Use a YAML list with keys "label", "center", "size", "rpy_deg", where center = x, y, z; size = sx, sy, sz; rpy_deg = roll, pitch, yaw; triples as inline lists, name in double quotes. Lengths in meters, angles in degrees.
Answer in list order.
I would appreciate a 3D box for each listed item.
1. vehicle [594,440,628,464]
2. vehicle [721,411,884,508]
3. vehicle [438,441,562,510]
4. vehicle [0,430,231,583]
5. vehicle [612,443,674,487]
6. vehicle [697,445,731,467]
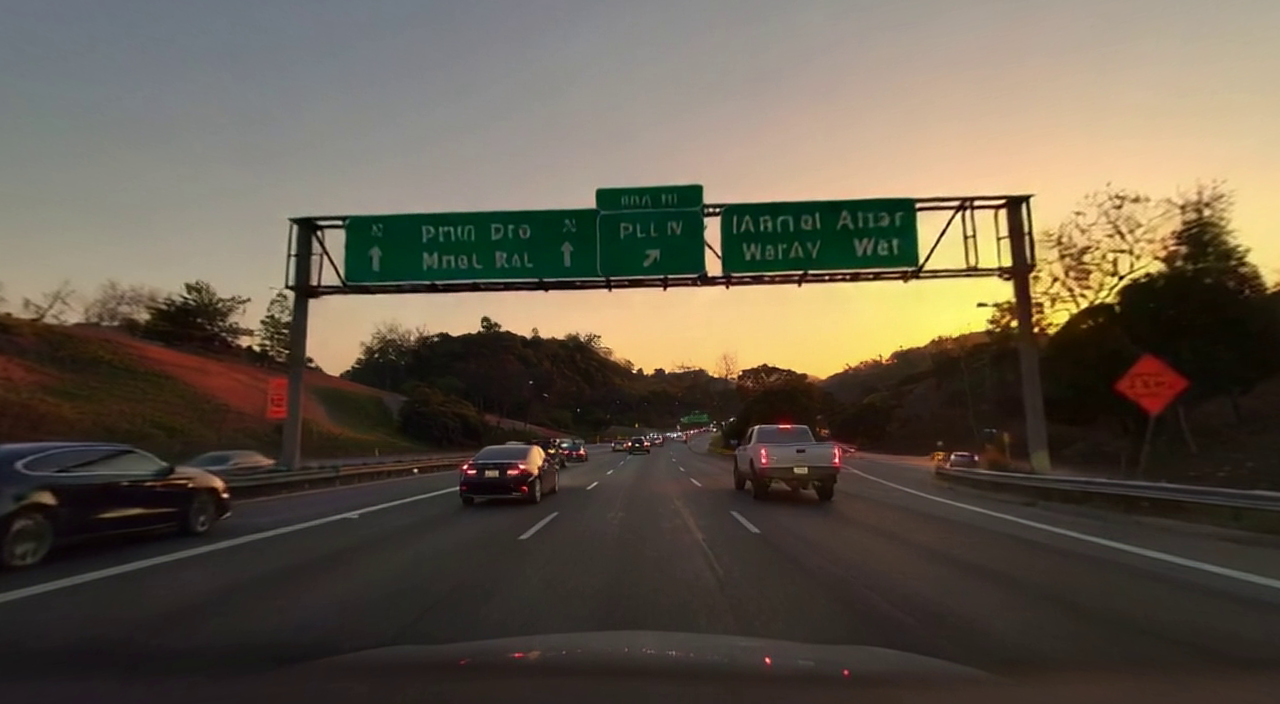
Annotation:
- label: "vehicle"
  center: [-2.205, 7.874, 49.611]
  size: [2.261, 1.759, 4.297]
  rpy_deg: [-1, -9, 3]
- label: "vehicle"
  center: [4.081, 2.934, 17.510]
  size: [2.802, 2.151, 6.579]
  rpy_deg: [0, -9, 0]
- label: "vehicle"
  center: [-3.354, 3.057, 16.078]
  size: [1.996, 1.488, 4.451]
  rpy_deg: [0, -9, 2]
- label: "vehicle"
  center: [-7.476, 1.747, 7.545]
  size: [2.065, 1.519, 4.491]
  rpy_deg: [0, -9, 1]
- label: "vehicle"
  center: [0.145, 4.131, 23.329]
  size: [2.071, 1.478, 4.130]
  rpy_deg: [0, -9, 1]
- label: "vehicle"
  center: [5.280, 7.474, 45.374]
  size: [2.023, 1.507, 4.510]
  rpy_deg: [0, -9, 2]
